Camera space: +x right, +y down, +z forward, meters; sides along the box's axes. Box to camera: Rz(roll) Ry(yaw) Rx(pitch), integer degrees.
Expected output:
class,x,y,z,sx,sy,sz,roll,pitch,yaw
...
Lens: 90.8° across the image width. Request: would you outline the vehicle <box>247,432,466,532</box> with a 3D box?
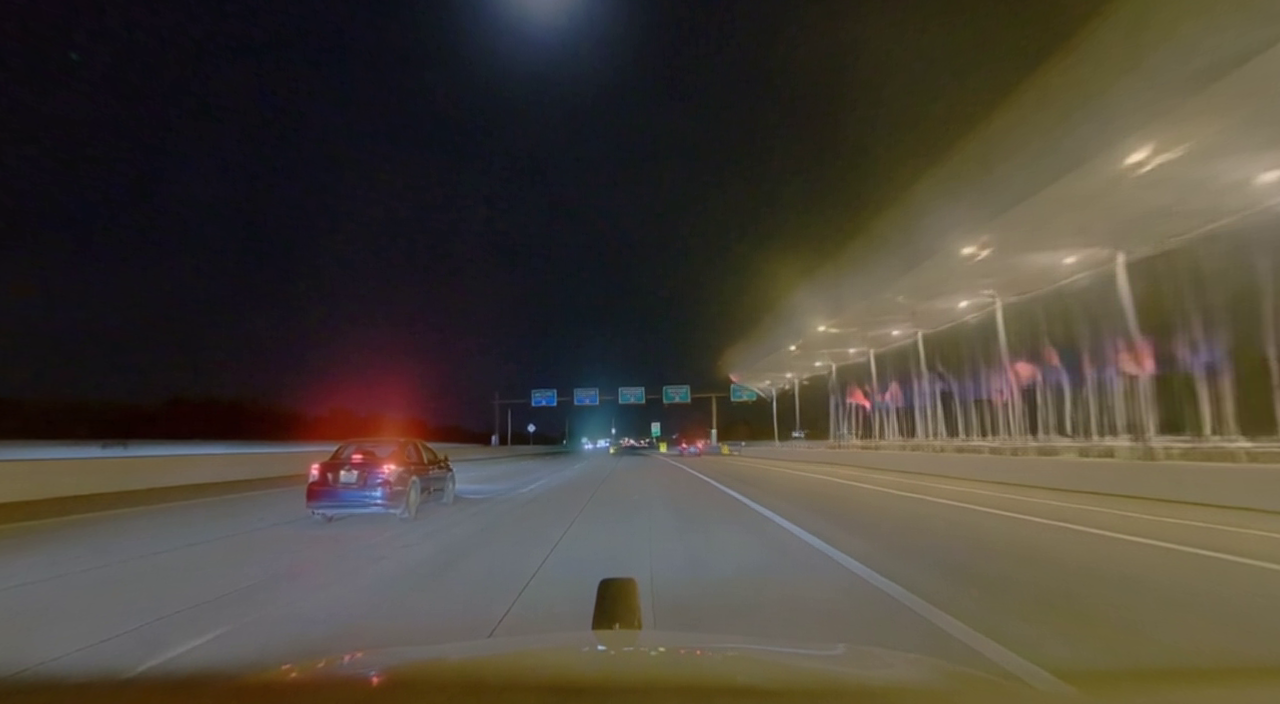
class,x,y,z,sx,sy,sz,roll,pitch,yaw
vehicle,-4.821,2.251,11.597,1.981,1.465,4.334,0,-8,0
